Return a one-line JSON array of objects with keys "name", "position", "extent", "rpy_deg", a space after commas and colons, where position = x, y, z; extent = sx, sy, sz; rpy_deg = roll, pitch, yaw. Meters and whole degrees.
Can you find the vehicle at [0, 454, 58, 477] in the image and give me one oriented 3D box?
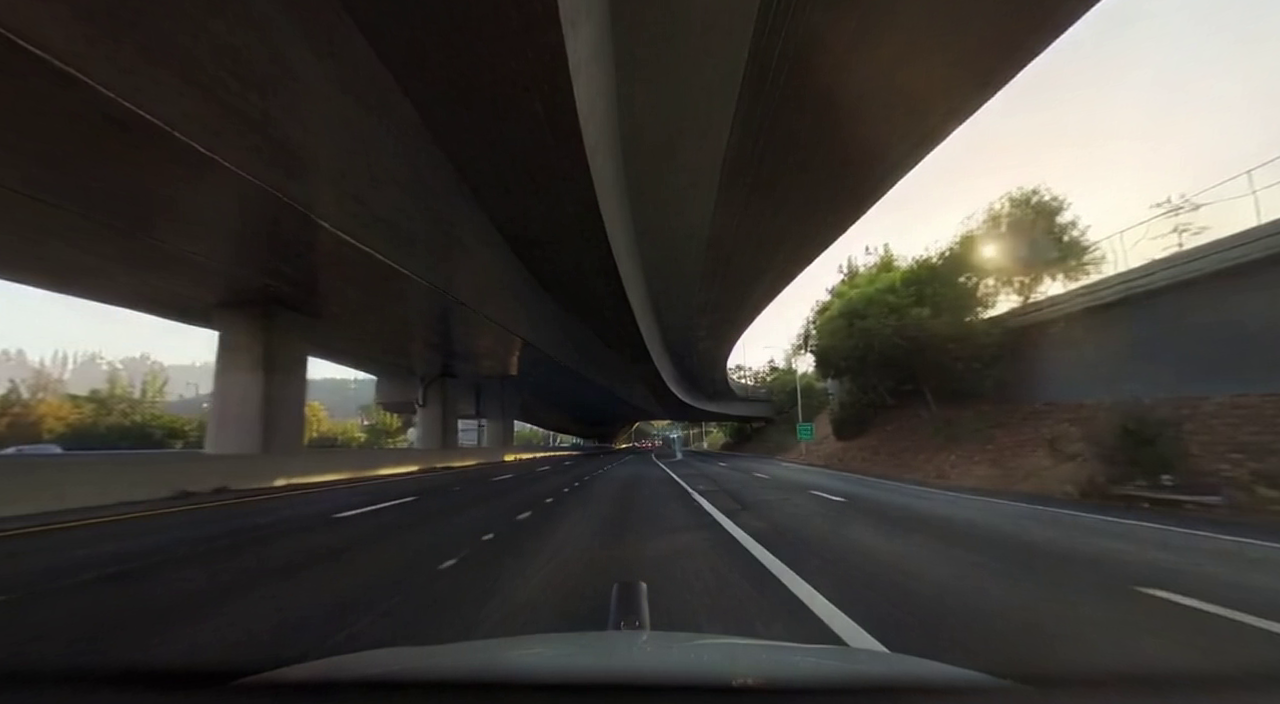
[{"name": "vehicle", "position": [-47.121, 8.536, 47.627], "extent": [1.857, 1.578, 4.591], "rpy_deg": [0, -9, -1]}]
